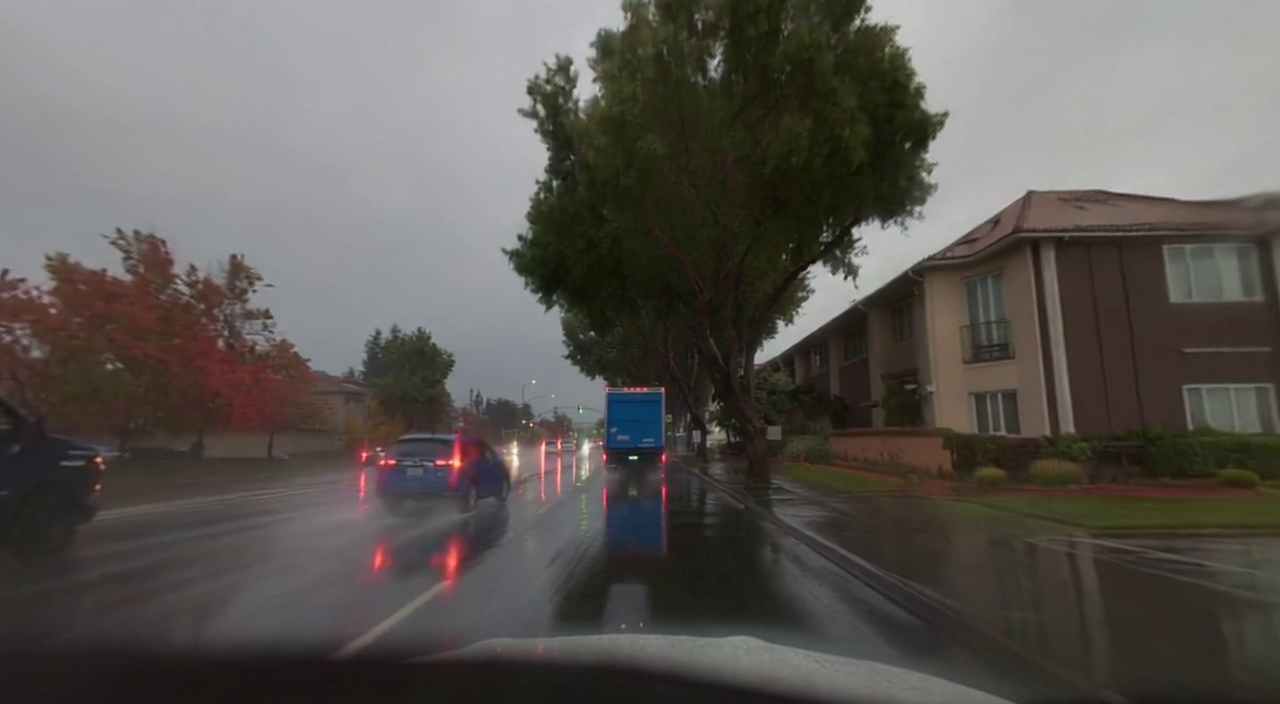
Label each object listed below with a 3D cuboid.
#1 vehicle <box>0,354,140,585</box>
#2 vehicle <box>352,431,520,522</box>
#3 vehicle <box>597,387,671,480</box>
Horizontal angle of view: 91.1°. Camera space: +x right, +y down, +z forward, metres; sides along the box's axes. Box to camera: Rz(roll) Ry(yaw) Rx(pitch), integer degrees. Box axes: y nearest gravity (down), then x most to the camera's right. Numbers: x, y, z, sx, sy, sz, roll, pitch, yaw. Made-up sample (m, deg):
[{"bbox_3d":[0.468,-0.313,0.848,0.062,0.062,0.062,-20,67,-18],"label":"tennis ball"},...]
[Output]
[{"bbox_3d":[-7.396,0.909,4.550,2.391,2.204,6.157,0,-9,1],"label":"vehicle"},{"bbox_3d":[-4.042,2.536,13.349,2.078,1.597,4.355,0,-9,0],"label":"vehicle"},{"bbox_3d":[-0.195,3.869,29.247,2.905,3.644,8.807,0,-9,1],"label":"vehicle"}]
